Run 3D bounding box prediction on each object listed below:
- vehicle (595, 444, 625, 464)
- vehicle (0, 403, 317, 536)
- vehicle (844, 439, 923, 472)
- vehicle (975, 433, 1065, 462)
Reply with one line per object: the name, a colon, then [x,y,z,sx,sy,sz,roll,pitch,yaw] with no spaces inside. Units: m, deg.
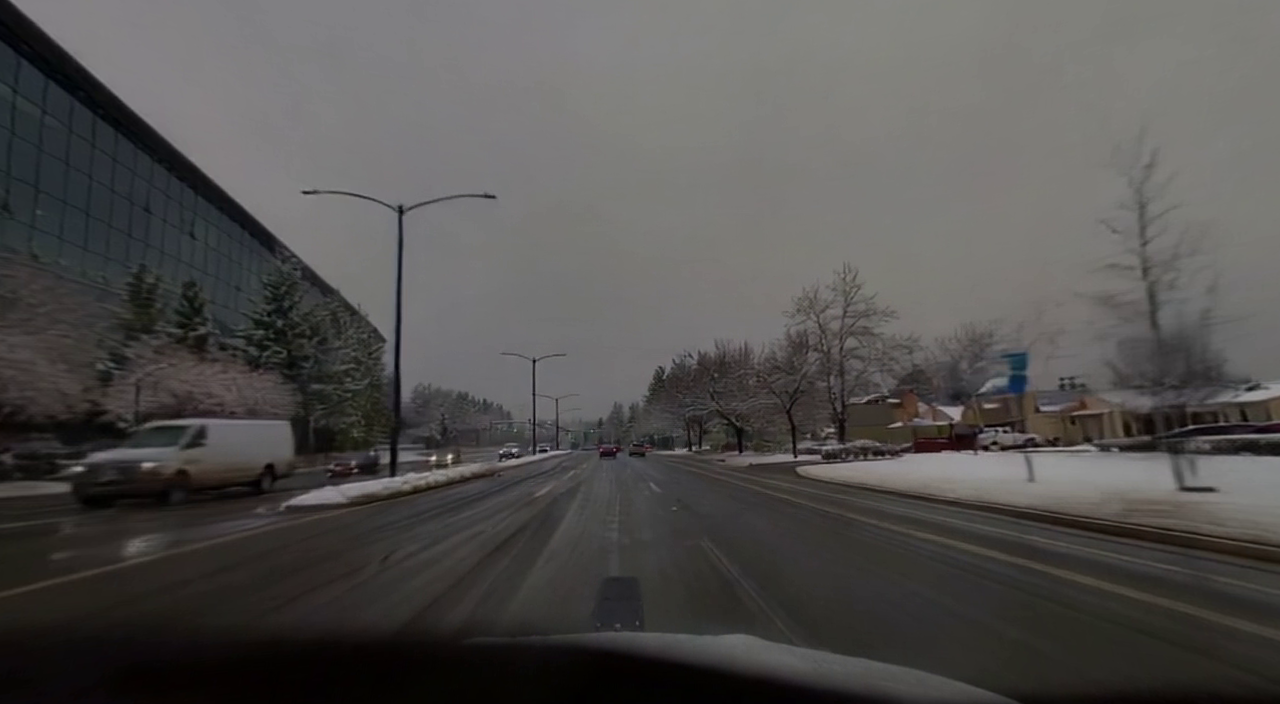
vehicle: [-2.250,7.525,46.782,2.080,1.445,4.096,0,-8,-3]
vehicle: [-9.074,2.279,12.604,2.631,1.990,5.787,0,-10,-5]
vehicle: [12.407,5.293,32.496,2.024,1.575,4.498,0,-8,-4]
vehicle: [24.771,6.239,41.279,4.463,1.786,2.110,0,-8,-1]
